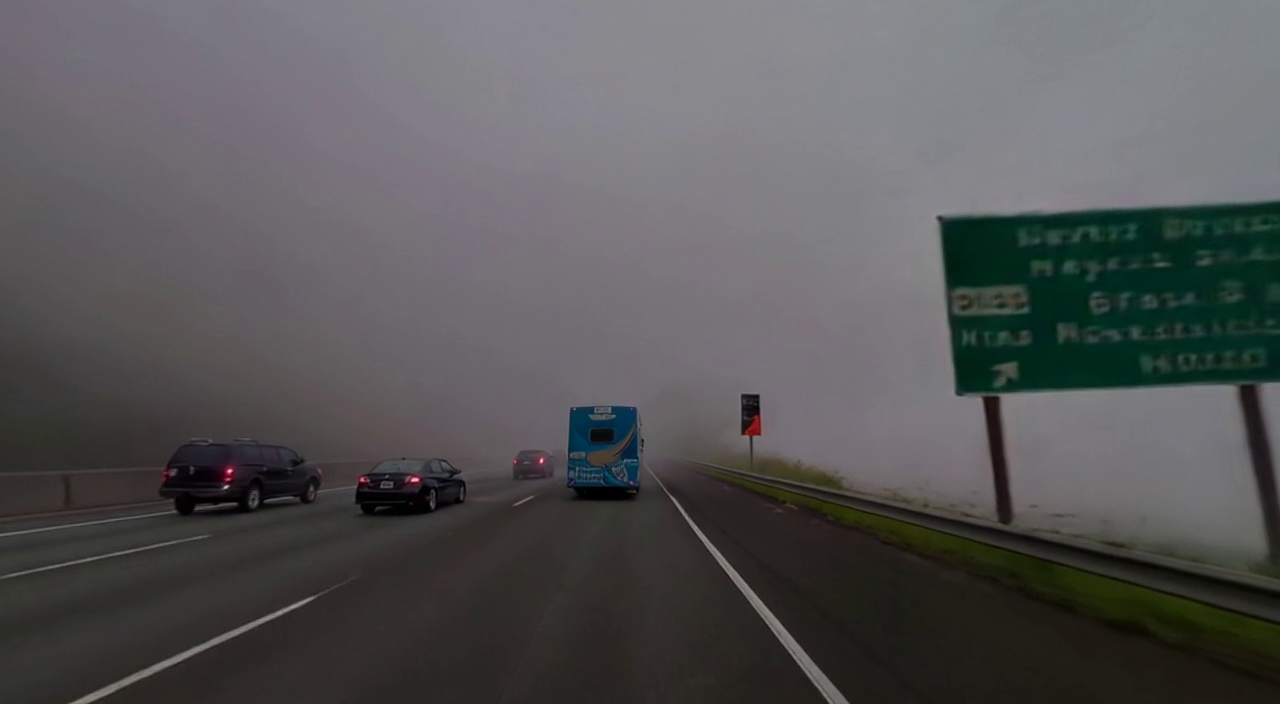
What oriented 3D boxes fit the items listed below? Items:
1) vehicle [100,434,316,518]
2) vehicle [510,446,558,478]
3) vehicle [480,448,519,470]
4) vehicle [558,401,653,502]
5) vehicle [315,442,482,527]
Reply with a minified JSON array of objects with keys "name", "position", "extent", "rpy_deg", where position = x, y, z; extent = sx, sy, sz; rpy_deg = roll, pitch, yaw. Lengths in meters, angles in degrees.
[{"name":"vehicle","position":[-9.654,2.785,14.597],"extent":[2.010,1.621,4.252],"rpy_deg":[0,-9,-1]},{"name":"vehicle","position":[-5.253,5.516,31.607],"extent":[1.872,1.480,3.545],"rpy_deg":[0,-9,-1]},{"name":"vehicle","position":[-10.067,7.672,45.195],"extent":[1.886,1.462,4.084],"rpy_deg":[0,-9,-1]},{"name":"vehicle","position":[-0.928,2.962,18.787],"extent":[2.394,2.556,5.232],"rpy_deg":[0,-9,-1]},{"name":"vehicle","position":[-4.742,2.636,13.069],"extent":[1.876,1.438,4.072],"rpy_deg":[0,-9,0]}]
